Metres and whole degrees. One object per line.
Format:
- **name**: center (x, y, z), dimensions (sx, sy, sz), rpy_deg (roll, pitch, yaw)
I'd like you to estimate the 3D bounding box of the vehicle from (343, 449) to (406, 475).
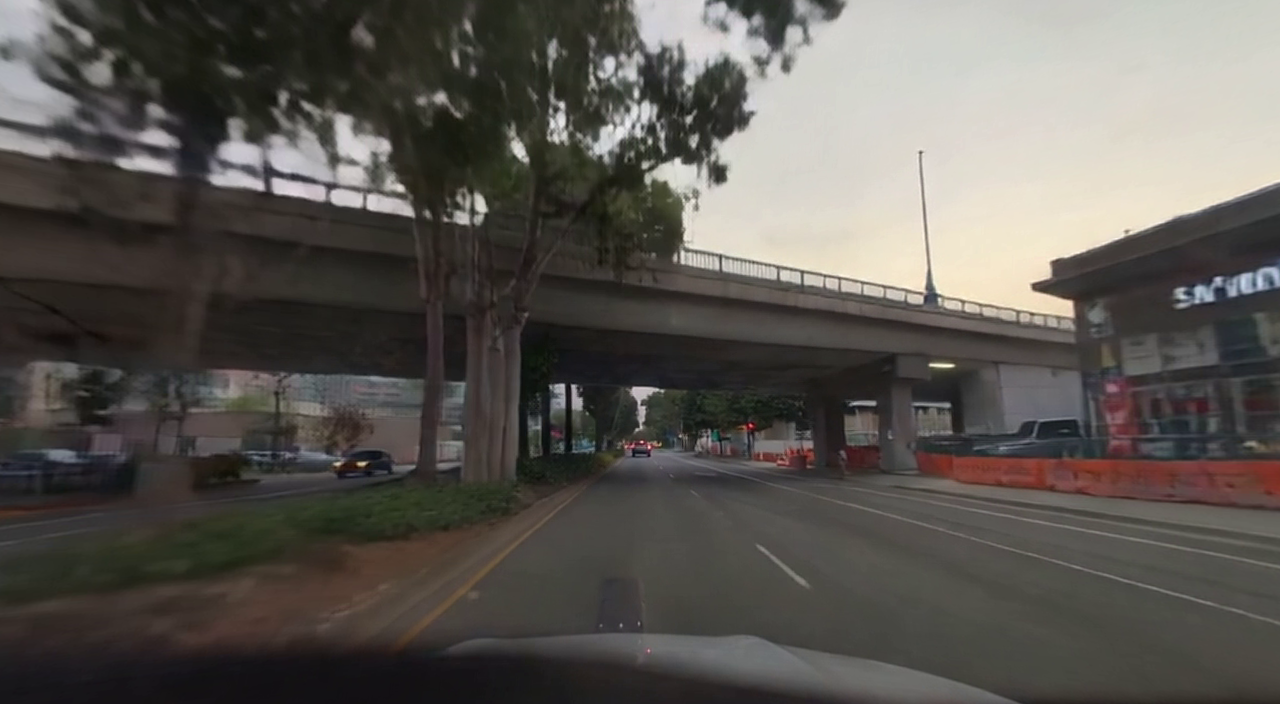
- **vehicle**: center (-19.275, 7.885, 45.631), dimensions (2.613, 1.746, 6.093), rpy_deg (6, -11, -37)
